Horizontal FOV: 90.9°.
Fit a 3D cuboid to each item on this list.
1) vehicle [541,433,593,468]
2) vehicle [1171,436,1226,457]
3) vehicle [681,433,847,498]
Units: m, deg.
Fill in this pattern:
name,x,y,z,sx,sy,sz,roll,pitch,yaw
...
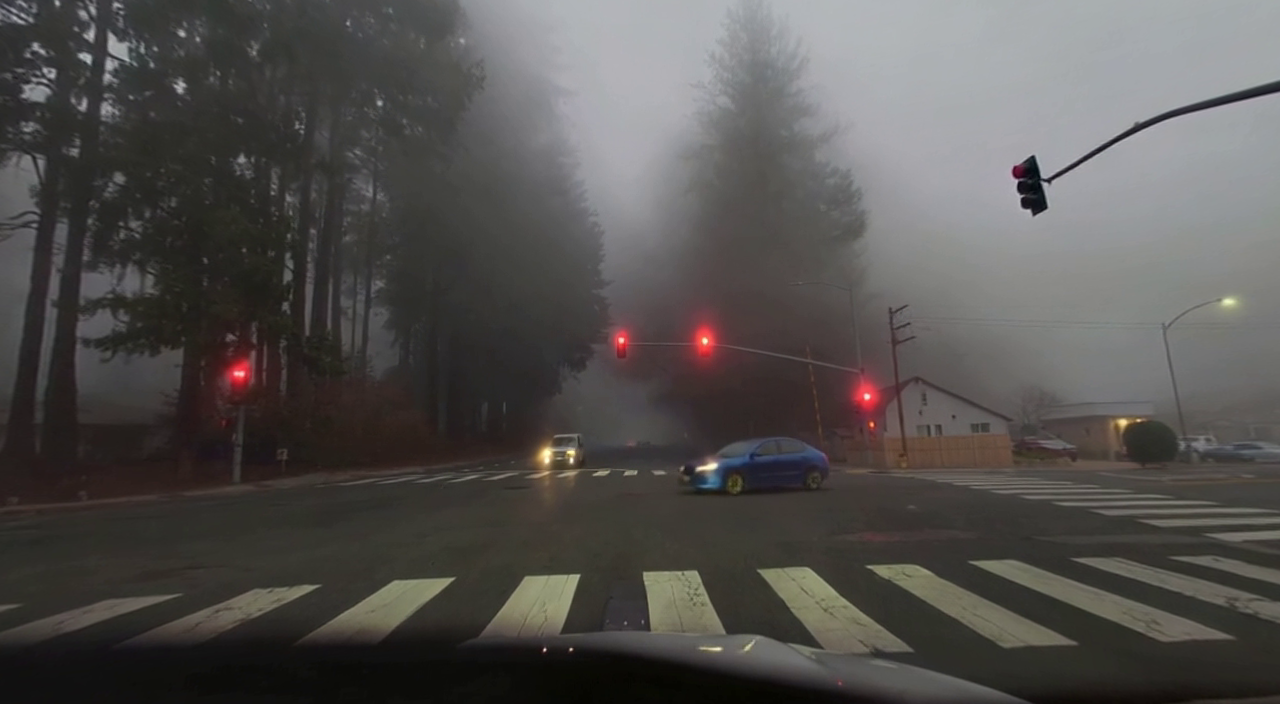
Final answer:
name,x,y,z,sx,sy,sz,roll,pitch,yaw
vehicle,-3.663,5.049,32.445,2.140,1.638,4.259,0,-8,0
vehicle,42.854,7.241,48.293,4.133,1.561,1.824,5,-10,-30
vehicle,3.419,3.011,17.117,4.377,1.523,1.877,6,-10,-35
